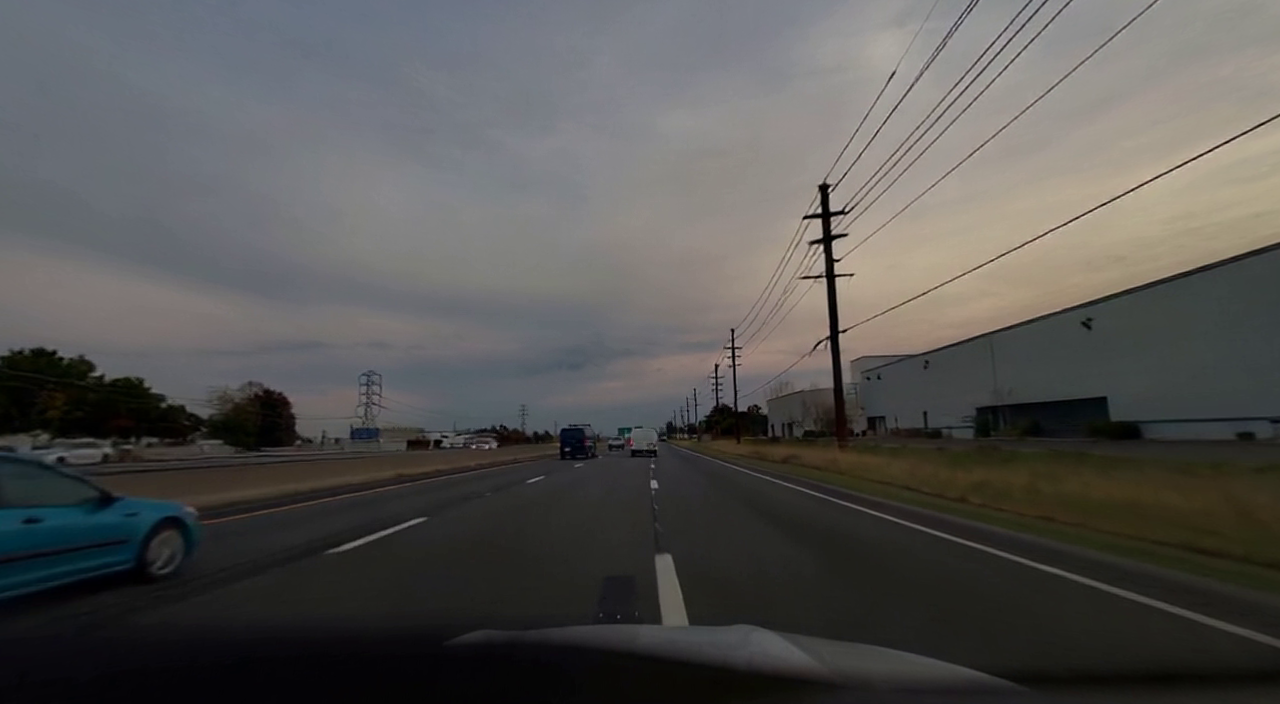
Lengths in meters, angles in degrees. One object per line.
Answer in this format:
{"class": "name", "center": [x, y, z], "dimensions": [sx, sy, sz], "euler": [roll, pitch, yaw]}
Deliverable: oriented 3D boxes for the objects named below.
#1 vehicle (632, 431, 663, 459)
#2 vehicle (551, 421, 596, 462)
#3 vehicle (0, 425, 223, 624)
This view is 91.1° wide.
{"class": "vehicle", "center": [0.518, 7.000, 47.527], "dimensions": [2.213, 1.997, 4.456], "euler": [0, -8, -1]}
{"class": "vehicle", "center": [-4.659, 6.377, 45.163], "dimensions": [2.437, 2.677, 6.858], "euler": [0, -8, 0]}
{"class": "vehicle", "center": [-5.811, 1.281, 4.622], "dimensions": [2.087, 1.464, 4.853], "euler": [0, -8, 1]}
